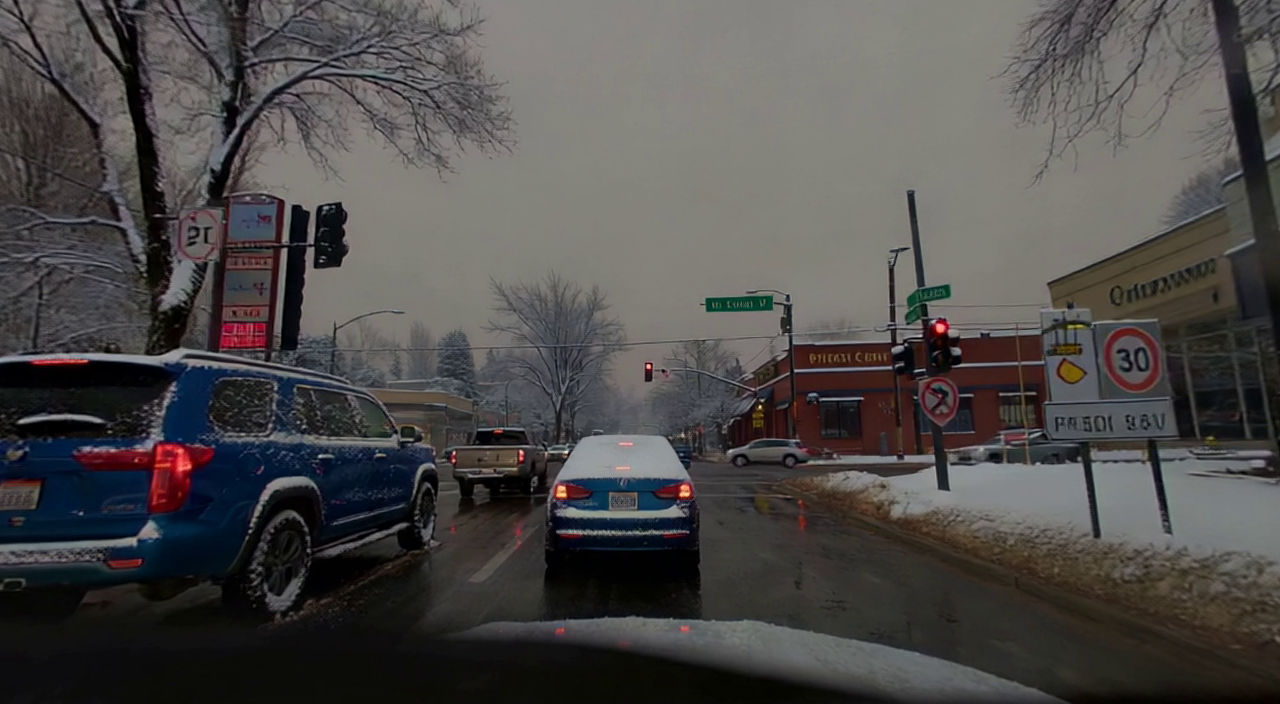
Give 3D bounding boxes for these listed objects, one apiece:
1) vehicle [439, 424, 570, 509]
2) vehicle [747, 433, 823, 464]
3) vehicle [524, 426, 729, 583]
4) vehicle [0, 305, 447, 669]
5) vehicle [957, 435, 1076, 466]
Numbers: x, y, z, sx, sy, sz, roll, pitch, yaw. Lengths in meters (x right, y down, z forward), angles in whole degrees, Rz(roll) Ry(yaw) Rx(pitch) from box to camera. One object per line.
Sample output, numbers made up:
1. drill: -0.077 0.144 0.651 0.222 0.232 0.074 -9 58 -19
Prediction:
1. vehicle: -2.927 2.595 14.599 2.047 1.664 4.148 0 -8 1
2. vehicle: 8.517 5.680 36.846 4.116 1.719 2.069 -3 -9 18
3. vehicle: -0.164 1.778 8.182 1.966 1.481 4.146 0 -8 -1
4. vehicle: -3.814 1.132 6.236 2.152 2.118 5.066 0 -8 0
5. vehicle: 18.992 5.021 31.909 4.809 1.476 1.845 -3 -9 16
